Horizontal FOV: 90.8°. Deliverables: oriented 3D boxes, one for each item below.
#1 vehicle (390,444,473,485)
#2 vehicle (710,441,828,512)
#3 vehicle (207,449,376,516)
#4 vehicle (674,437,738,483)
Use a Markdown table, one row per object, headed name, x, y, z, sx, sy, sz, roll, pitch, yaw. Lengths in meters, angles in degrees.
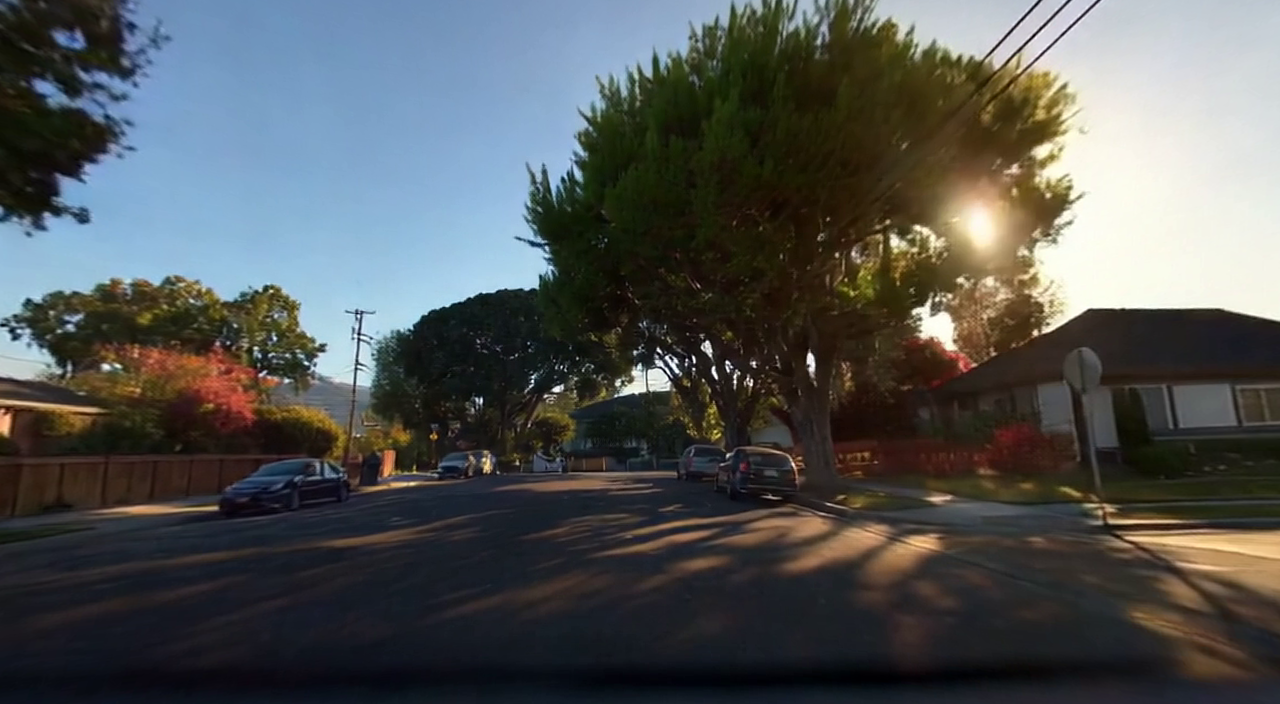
| name | x | y | z | sx | sy | sz | roll | pitch | yaw |
| --- | --- | --- | --- | --- | --- | --- | --- | --- | --- |
| vehicle | -8.945 | 4.838 | 27.509 | 2.027 | 1.584 | 4.476 | 0 | -9 | 1 |
| vehicle | 3.075 | 3.060 | 16.036 | 1.927 | 1.529 | 4.144 | 0 | -9 | -3 |
| vehicle | -8.644 | 3.230 | 16.227 | 1.937 | 1.427 | 4.510 | 0 | -9 | -3 |
| vehicle | 2.930 | 4.939 | 29.295 | 2.225 | 1.911 | 5.322 | 0 | -9 | -2 |
